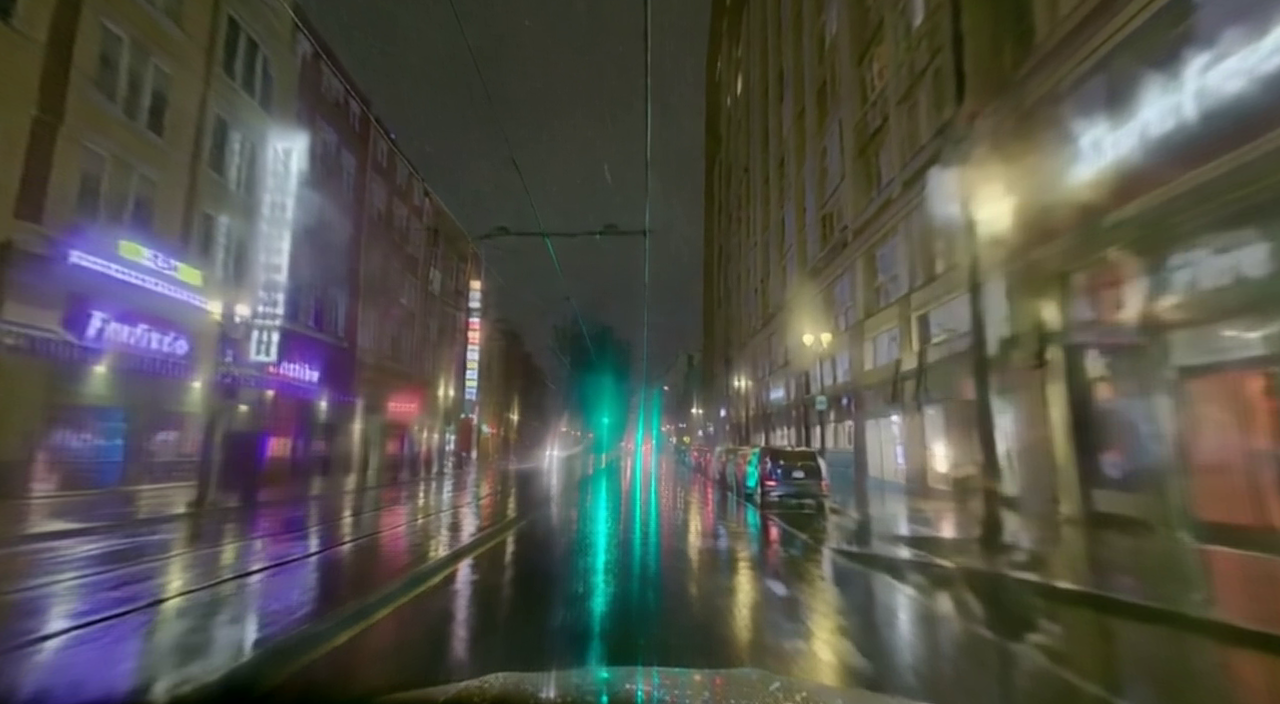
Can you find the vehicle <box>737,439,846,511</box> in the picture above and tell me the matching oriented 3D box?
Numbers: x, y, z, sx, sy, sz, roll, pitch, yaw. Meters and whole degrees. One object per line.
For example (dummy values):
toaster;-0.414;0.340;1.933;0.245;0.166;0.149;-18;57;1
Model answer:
vehicle;3.593;2.964;15.632;1.819;1.546;3.681;0;-8;1
